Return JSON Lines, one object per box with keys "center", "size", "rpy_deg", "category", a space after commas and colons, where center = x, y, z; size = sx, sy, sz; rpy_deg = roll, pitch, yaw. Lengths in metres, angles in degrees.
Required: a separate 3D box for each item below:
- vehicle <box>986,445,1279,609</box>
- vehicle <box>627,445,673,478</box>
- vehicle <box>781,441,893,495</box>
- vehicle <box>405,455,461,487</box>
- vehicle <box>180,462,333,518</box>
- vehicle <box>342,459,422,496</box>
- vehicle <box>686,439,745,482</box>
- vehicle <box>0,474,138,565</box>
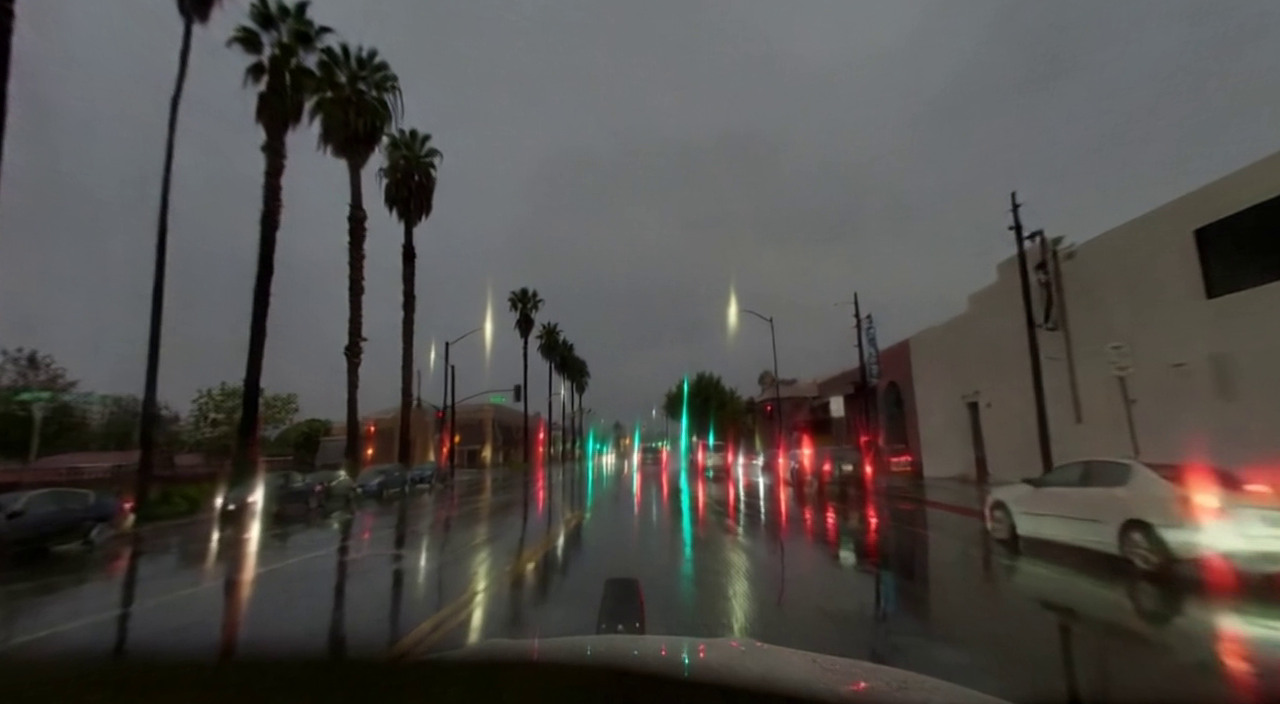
{"center": [6.648, 1.918, 8.019], "size": [1.932, 1.464, 4.475], "rpy_deg": [0, -8, 0], "category": "vehicle"}
{"center": [0.457, 5.266, 30.635], "size": [2.088, 1.452, 3.993], "rpy_deg": [0, -8, 0], "category": "vehicle"}
{"center": [6.561, 3.894, 21.722], "size": [2.174, 1.643, 4.860], "rpy_deg": [0, -8, -1], "category": "vehicle"}
{"center": [-12.155, 7.050, 37.361], "size": [1.949, 1.682, 4.094], "rpy_deg": [-3, -11, 0], "category": "vehicle"}
{"center": [-12.246, 4.467, 20.634], "size": [2.188, 1.490, 4.511], "rpy_deg": [-3, -11, 0], "category": "vehicle"}
{"center": [-12.068, 5.921, 29.902], "size": [1.978, 1.501, 4.355], "rpy_deg": [-3, -11, -1], "category": "vehicle"}
{"center": [3.178, 4.661, 27.499], "size": [2.003, 1.702, 4.288], "rpy_deg": [0, -8, -1], "category": "vehicle"}
{"center": [-12.580, 3.237, 12.304], "size": [1.949, 1.470, 4.532], "rpy_deg": [0, -8, -1], "category": "vehicle"}
